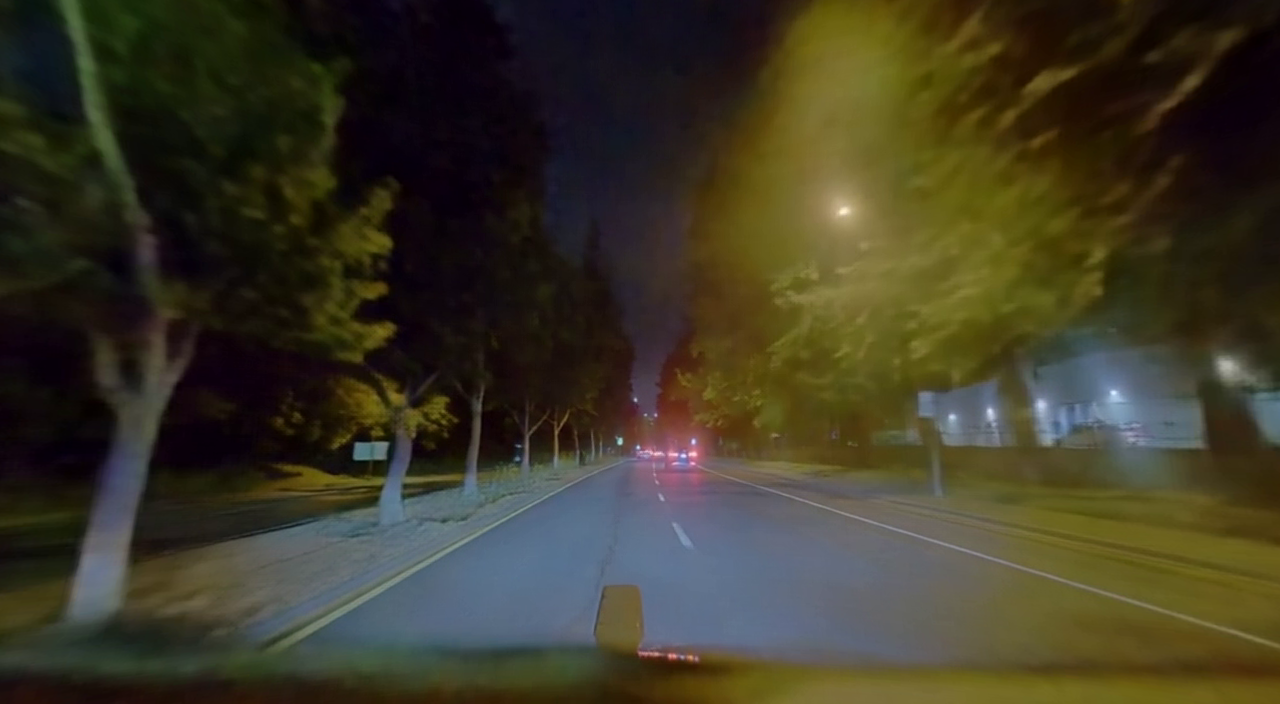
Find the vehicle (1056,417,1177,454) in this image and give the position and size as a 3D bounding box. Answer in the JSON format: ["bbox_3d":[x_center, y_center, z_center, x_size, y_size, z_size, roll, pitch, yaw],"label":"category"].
[{"bbox_3d":[28.180,4.973,37.349,5.465,2.116,2.004,0,-8,0],"label":"vehicle"}]

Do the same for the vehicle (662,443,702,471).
[{"bbox_3d":[2.431,6.183,37.372,2.044,1.537,4.528,0,-8,0],"label":"vehicle"}]
